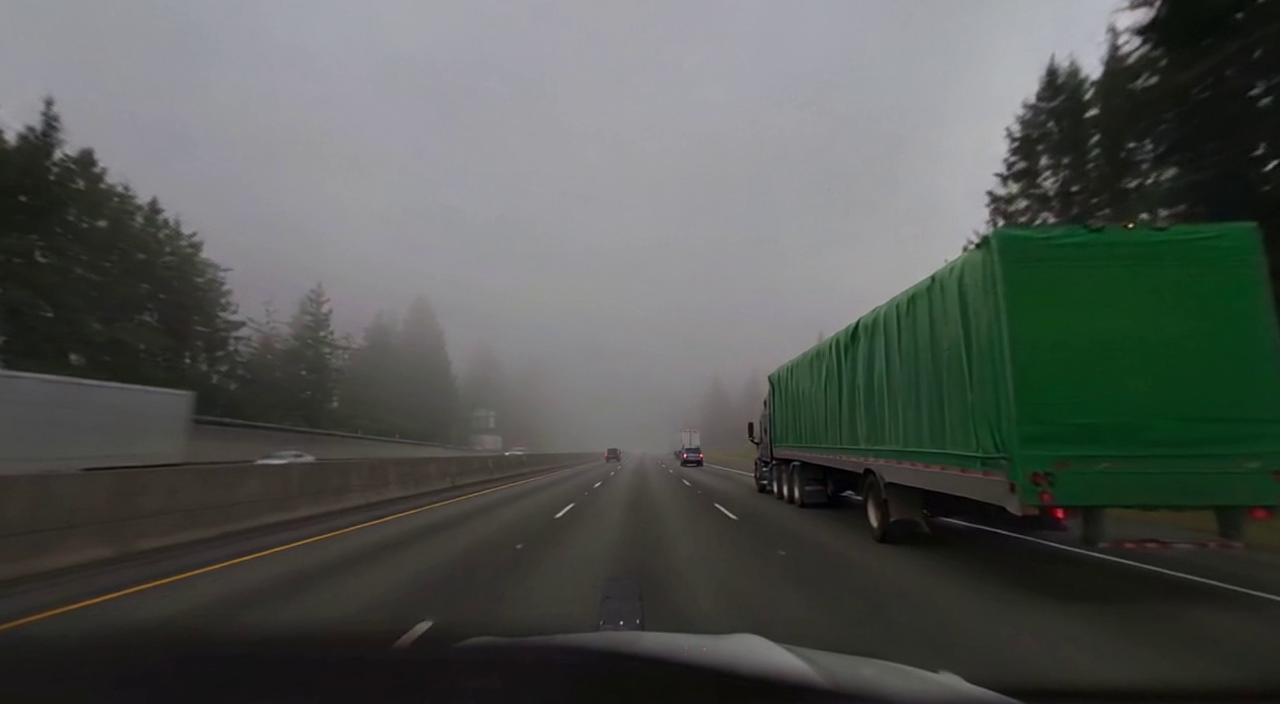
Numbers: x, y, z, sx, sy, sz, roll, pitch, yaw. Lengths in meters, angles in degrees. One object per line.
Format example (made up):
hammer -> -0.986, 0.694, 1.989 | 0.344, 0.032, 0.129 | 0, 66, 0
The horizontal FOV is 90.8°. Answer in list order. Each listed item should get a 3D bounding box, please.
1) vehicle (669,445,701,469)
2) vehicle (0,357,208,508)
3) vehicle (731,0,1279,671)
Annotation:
vehicle -> 3.065, 7.244, 43.669 | 2.019, 1.601, 3.953 | -1, -9, 1
vehicle -> -15.707, 2.179, 16.423 | 3.020, 3.309, 8.280 | 0, -9, -1
vehicle -> 4.672, 0.916, 12.312 | 3.115, 4.407, 17.026 | 0, -9, -1
